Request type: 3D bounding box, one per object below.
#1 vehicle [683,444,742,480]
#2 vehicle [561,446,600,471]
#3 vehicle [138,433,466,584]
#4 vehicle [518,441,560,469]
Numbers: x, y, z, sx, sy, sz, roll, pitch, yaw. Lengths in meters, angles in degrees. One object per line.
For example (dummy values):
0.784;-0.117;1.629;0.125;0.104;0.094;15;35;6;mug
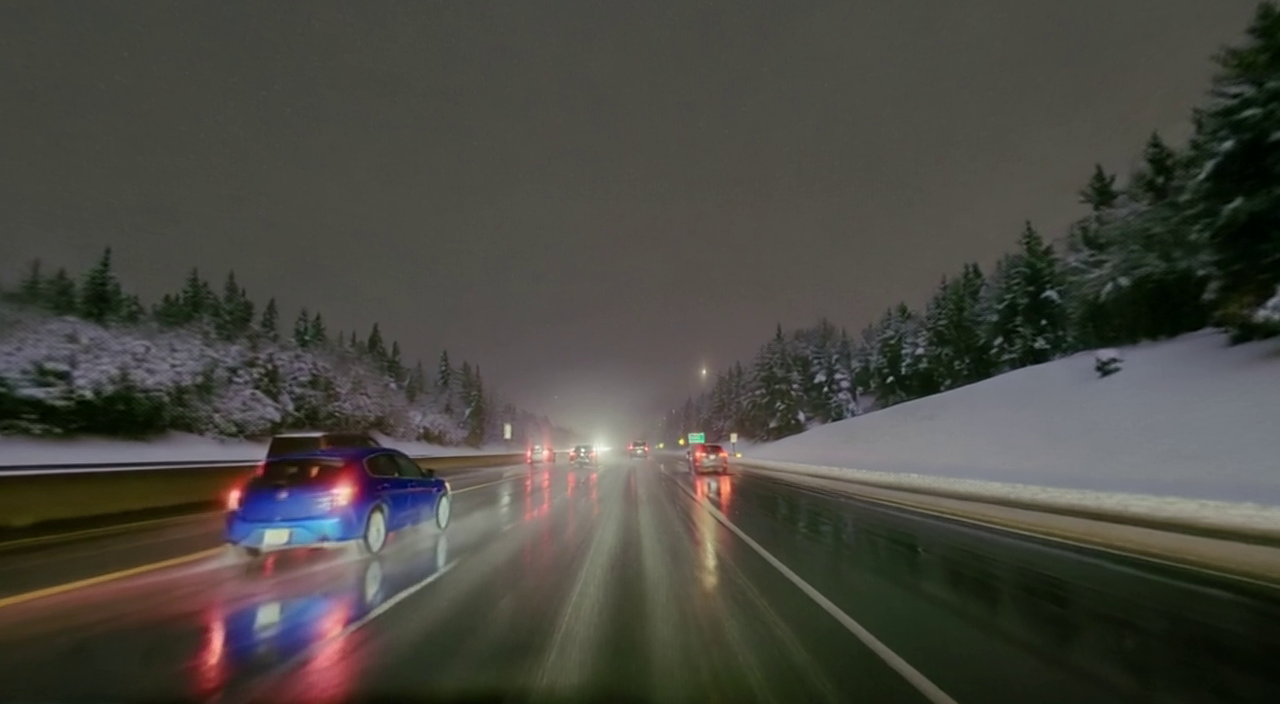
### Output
3.259;5.047;29.220;2.141;1.507;4.510;0;-9;0;vehicle
-3.717;6.752;39.976;2.071;1.478;4.130;0;-9;1;vehicle
-4.023;1.917;8.600;1.988;1.506;4.416;0;-9;0;vehicle
-6.923;7.095;43.602;2.111;1.811;4.391;0;-9;0;vehicle
